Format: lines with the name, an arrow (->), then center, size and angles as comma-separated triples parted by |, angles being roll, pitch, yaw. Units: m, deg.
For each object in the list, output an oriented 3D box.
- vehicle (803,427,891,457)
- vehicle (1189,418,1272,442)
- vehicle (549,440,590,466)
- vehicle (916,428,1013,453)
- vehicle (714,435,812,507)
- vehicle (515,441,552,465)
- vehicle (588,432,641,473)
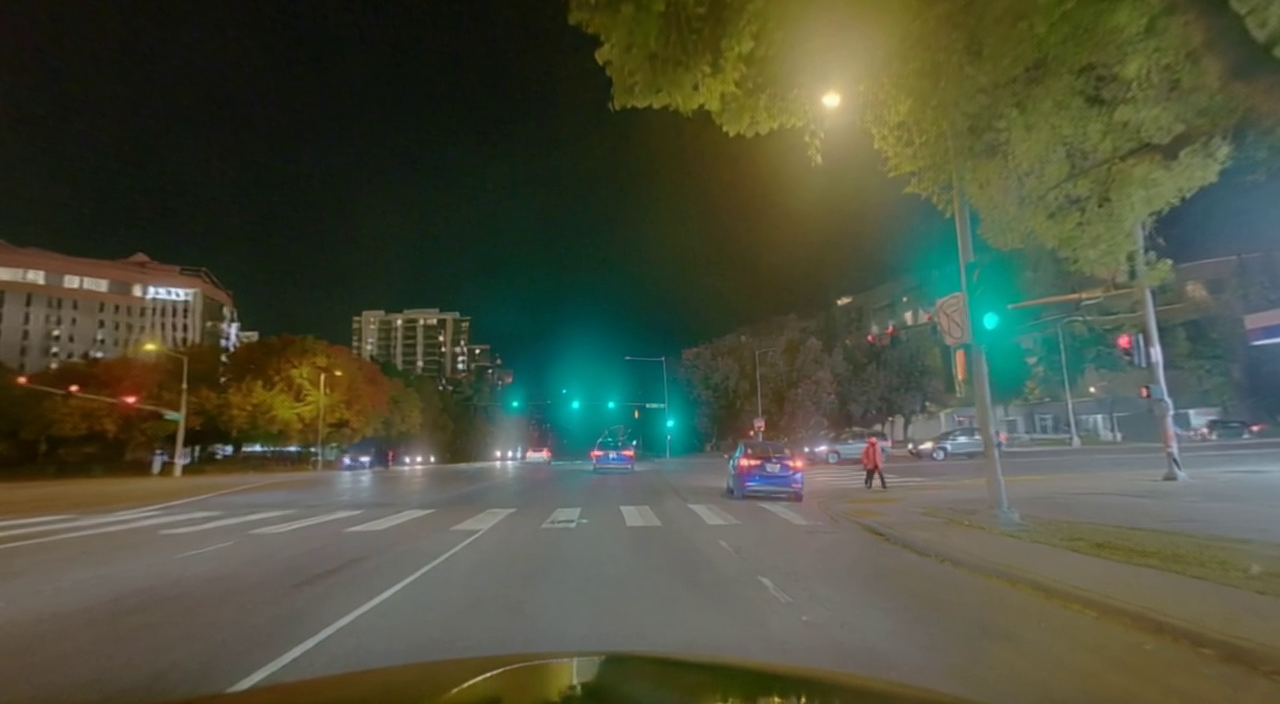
vehicle -> 12.167, 5.323, 37.276 | 4.524, 1.681, 1.823 | 0, -8, -3
vehicle -> 40.701, 5.421, 43.592 | 3.923, 1.619, 1.817 | 0, -8, -2
vehicle -> -4.220, 6.155, 38.587 | 2.003, 1.492, 4.291 | 0, -8, 0
vehicle -> 19.049, 5.213, 37.250 | 4.700, 1.417, 1.789 | 0, -8, -1
vehicle -> 3.146, 2.814, 15.482 | 1.976, 1.462, 4.342 | -2, -9, 15
vehicle -> -7.833, 7.455, 46.787 | 2.018, 1.692, 4.226 | 0, -8, 0
vehicle -> -1.098, 4.539, 28.734 | 2.210, 1.722, 4.215 | 0, -8, -1
